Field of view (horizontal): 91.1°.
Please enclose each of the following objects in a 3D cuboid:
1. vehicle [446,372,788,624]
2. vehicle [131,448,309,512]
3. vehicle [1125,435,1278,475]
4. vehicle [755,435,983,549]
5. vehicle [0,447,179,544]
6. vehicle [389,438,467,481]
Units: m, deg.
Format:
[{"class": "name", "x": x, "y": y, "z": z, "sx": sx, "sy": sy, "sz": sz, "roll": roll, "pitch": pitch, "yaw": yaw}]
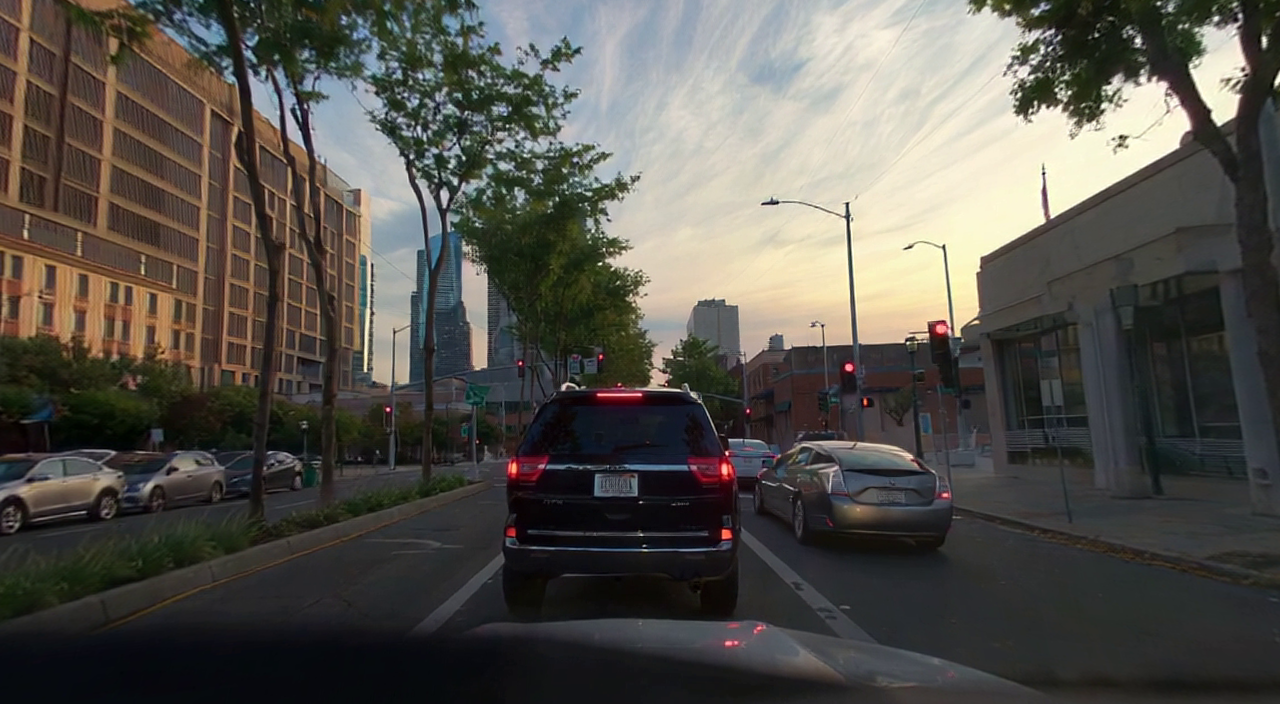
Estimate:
[{"class": "vehicle", "x": -0.162, "y": 1.362, "z": 6.759, "sx": 2.453, "sy": 1.816, "sz": 4.300, "roll": 0, "pitch": -8, "yaw": 0}, {"class": "vehicle", "x": -12.467, "y": 3.784, "z": 19.135, "sx": 2.207, "sy": 1.648, "sz": 4.675, "roll": 0, "pitch": -8, "yaw": -1}, {"class": "vehicle", "x": 22.147, "y": 4.050, "z": 24.982, "sx": 4.055, "sy": 1.469, "sz": 1.848, "roll": -4, "pitch": -9, "yaw": 25}, {"class": "vehicle", "x": 3.286, "y": 2.083, "z": 10.075, "sx": 2.056, "sy": 1.422, "sz": 4.130, "roll": 0, "pitch": -8, "yaw": -1}, {"class": "vehicle", "x": -12.546, "y": 2.914, "z": 13.452, "sx": 1.891, "sy": 1.723, "sz": 4.360, "roll": 0, "pitch": -8, "yaw": 1}, {"class": "vehicle", "x": -9.261, "y": 4.705, "z": 27.833, "sx": 2.054, "sy": 1.722, "sz": 4.292, "roll": 0, "pitch": -8, "yaw": -2}]
